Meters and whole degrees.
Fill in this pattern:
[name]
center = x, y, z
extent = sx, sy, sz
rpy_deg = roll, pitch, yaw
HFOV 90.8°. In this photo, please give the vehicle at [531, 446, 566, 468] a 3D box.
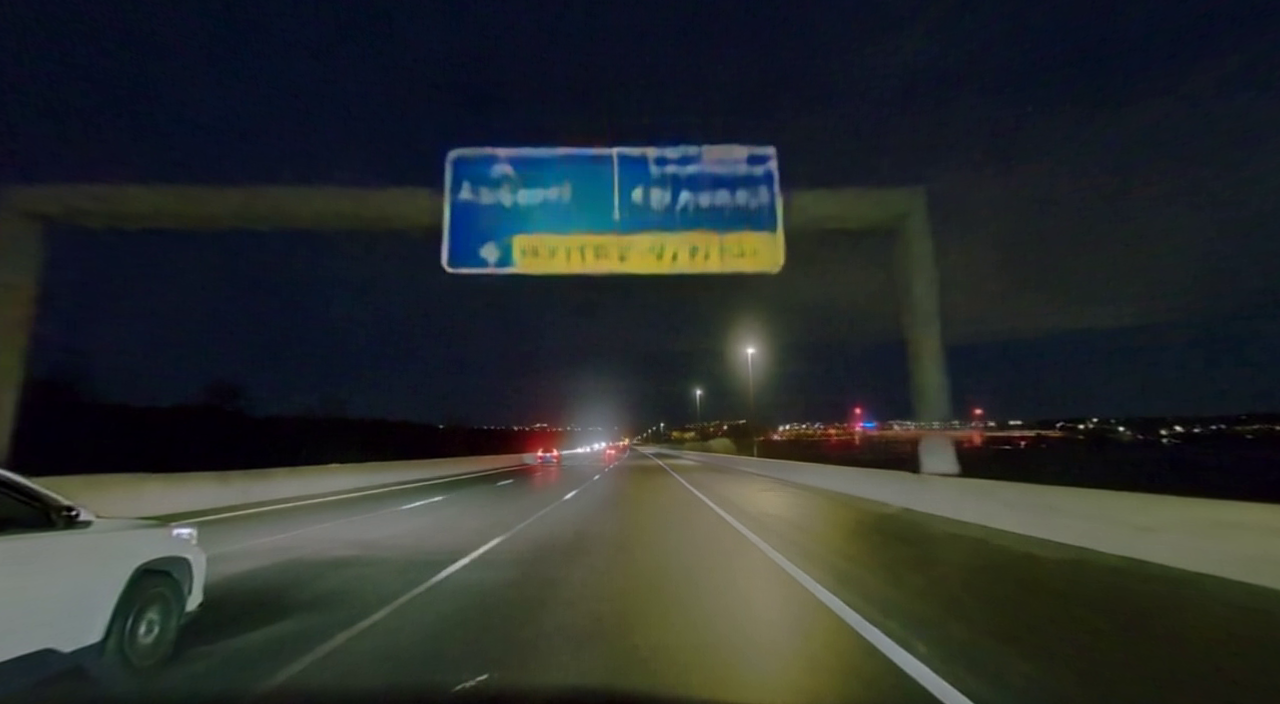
[vehicle]
center = -7.114, 8.209, 49.458
extent = 2.098, 1.606, 4.227
rpy_deg = 0, -9, 1
